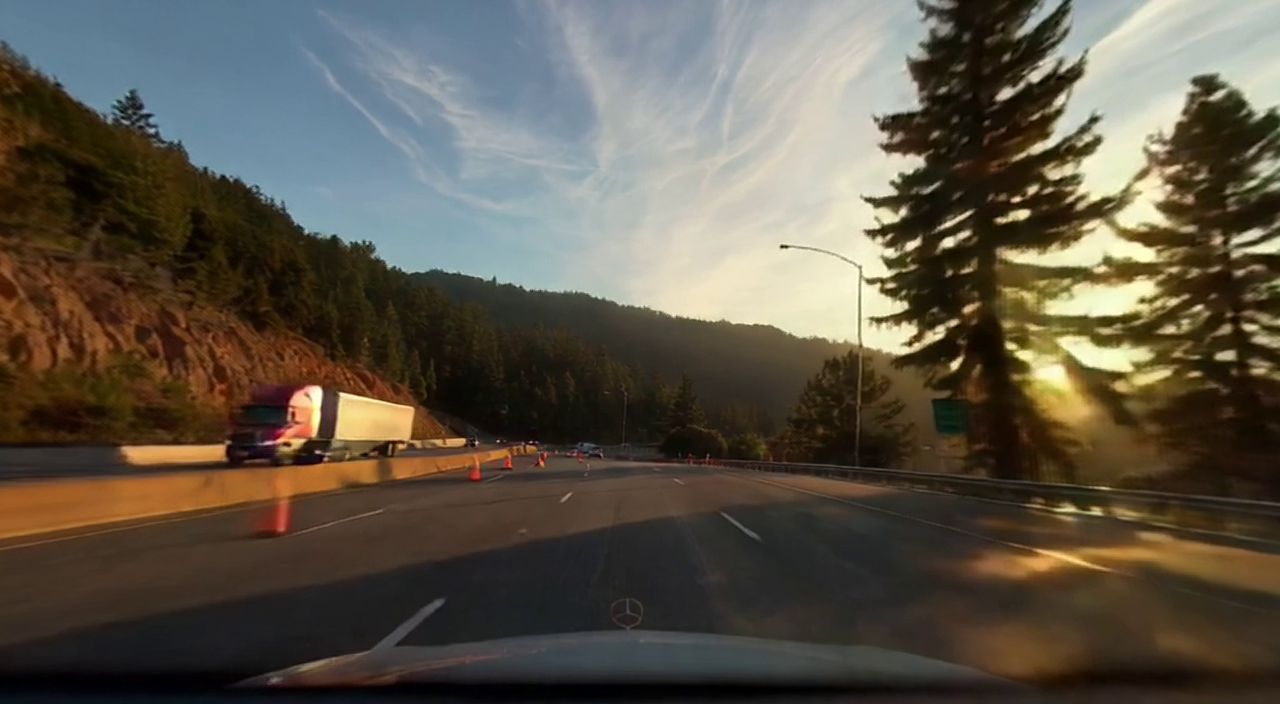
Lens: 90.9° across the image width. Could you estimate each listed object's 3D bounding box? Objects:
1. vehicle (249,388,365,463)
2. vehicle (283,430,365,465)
[{"bbox_3d":[-20.559,4.739,39.691,3.015,4.224,8.233,0,-9,-3],"label":"vehicle"},{"bbox_3d":[-16.934,5.164,34.095,2.108,1.766,4.764,0,-9,-3],"label":"vehicle"}]
